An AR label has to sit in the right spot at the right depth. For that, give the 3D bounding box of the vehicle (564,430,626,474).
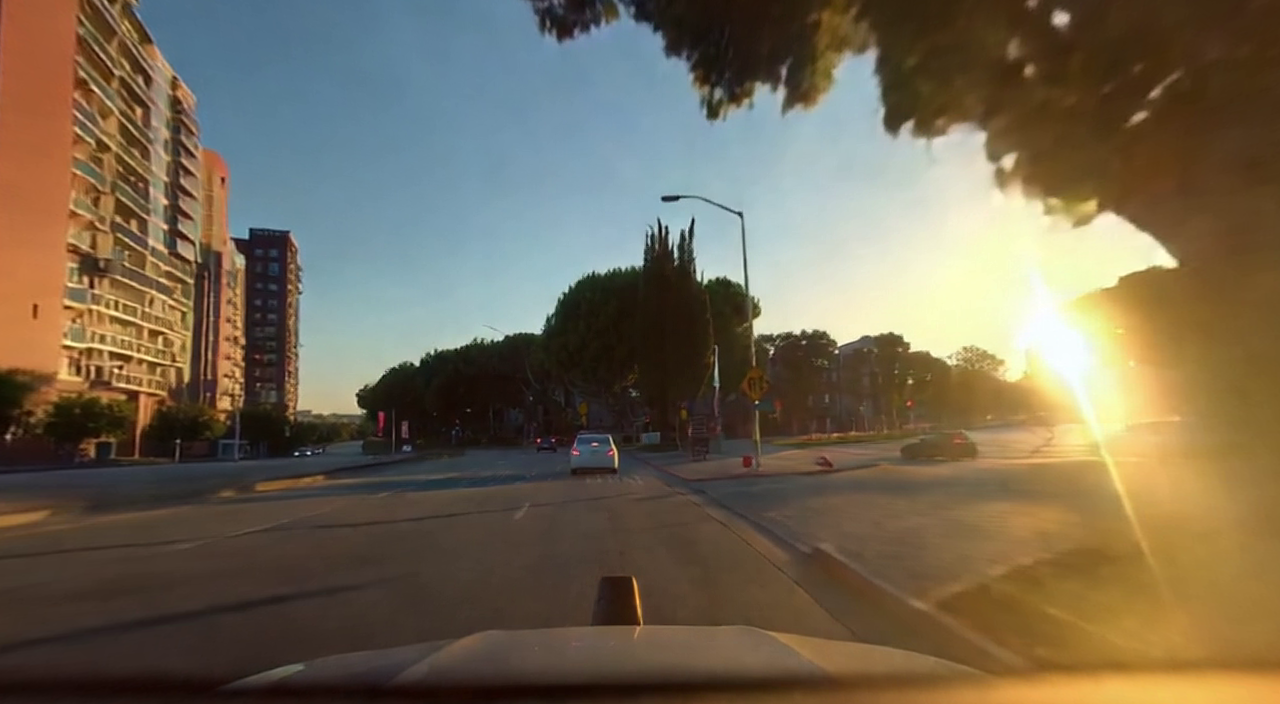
[{"bbox_3d":[-1.789,3.924,24.885,2.231,1.572,4.227,1,-8,-5],"label":"vehicle"}]

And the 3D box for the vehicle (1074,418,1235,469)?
[{"bbox_3d":[21.610,3.869,26.825,2.159,1.942,4.932,2,-8,-11],"label":"vehicle"}]

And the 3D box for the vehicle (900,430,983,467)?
[{"bbox_3d":[17.827,5.797,37.570,1.932,1.762,4.835,1,-13,-9],"label":"vehicle"}]
